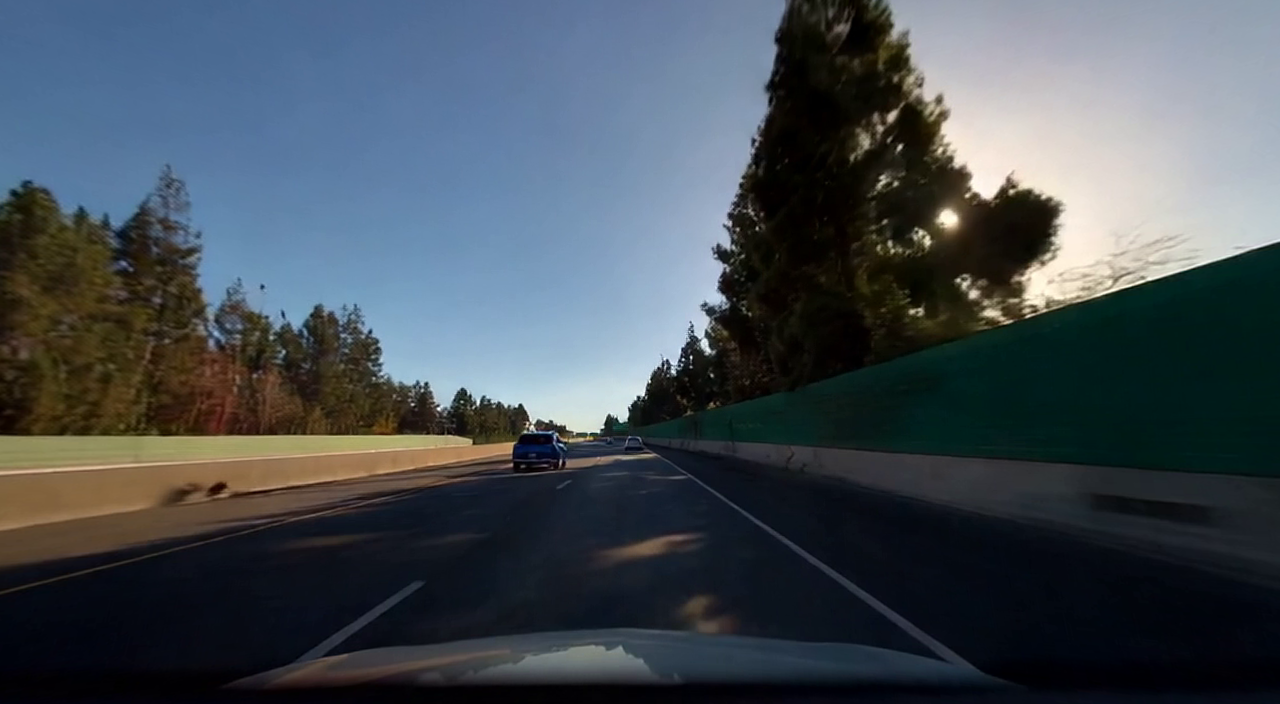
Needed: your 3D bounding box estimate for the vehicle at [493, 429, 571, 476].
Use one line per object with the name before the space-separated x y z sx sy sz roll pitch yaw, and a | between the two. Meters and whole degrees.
vehicle | -3.873 3.694 23.535 2.072 1.545 4.767 0 -8 0
